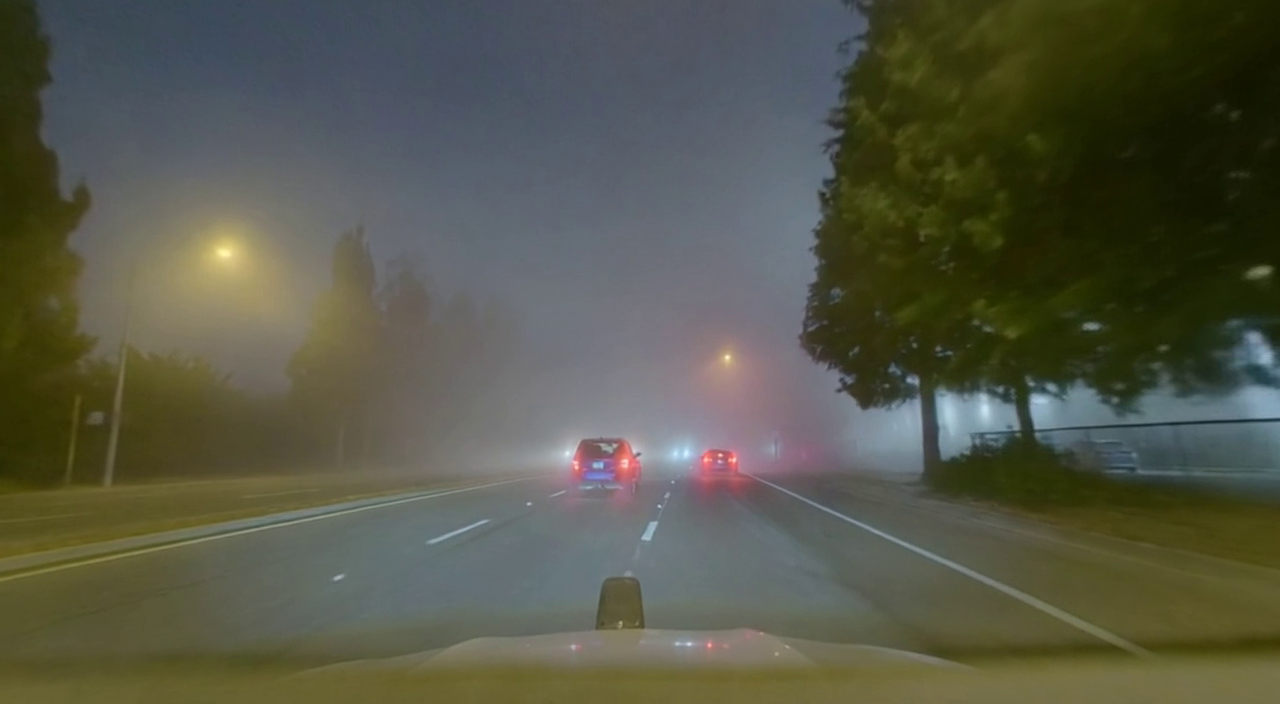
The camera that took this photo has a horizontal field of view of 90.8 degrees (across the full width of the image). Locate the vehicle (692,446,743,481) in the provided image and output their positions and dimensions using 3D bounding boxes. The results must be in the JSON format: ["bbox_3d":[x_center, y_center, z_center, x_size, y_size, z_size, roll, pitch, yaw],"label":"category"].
[{"bbox_3d":[3.541,5.123,29.312,2.147,1.474,4.083,-1,-9,6],"label":"vehicle"}]

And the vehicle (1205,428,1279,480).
[{"bbox_3d":[24.852,4.168,25.806,2.122,1.848,4.881,-14,-15,43],"label":"vehicle"}]

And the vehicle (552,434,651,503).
[{"bbox_3d":[-0.919,3.257,18.096,2.105,1.676,4.541,-1,-9,6],"label":"vehicle"}]

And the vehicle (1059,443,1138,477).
[{"bbox_3d":[21.458,4.996,29.506,4.404,1.469,1.947,8,-11,-41],"label":"vehicle"}]

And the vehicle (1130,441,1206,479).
[{"bbox_3d":[23.442,4.750,27.984,2.039,1.440,4.655,-13,-14,43],"label":"vehicle"}]
